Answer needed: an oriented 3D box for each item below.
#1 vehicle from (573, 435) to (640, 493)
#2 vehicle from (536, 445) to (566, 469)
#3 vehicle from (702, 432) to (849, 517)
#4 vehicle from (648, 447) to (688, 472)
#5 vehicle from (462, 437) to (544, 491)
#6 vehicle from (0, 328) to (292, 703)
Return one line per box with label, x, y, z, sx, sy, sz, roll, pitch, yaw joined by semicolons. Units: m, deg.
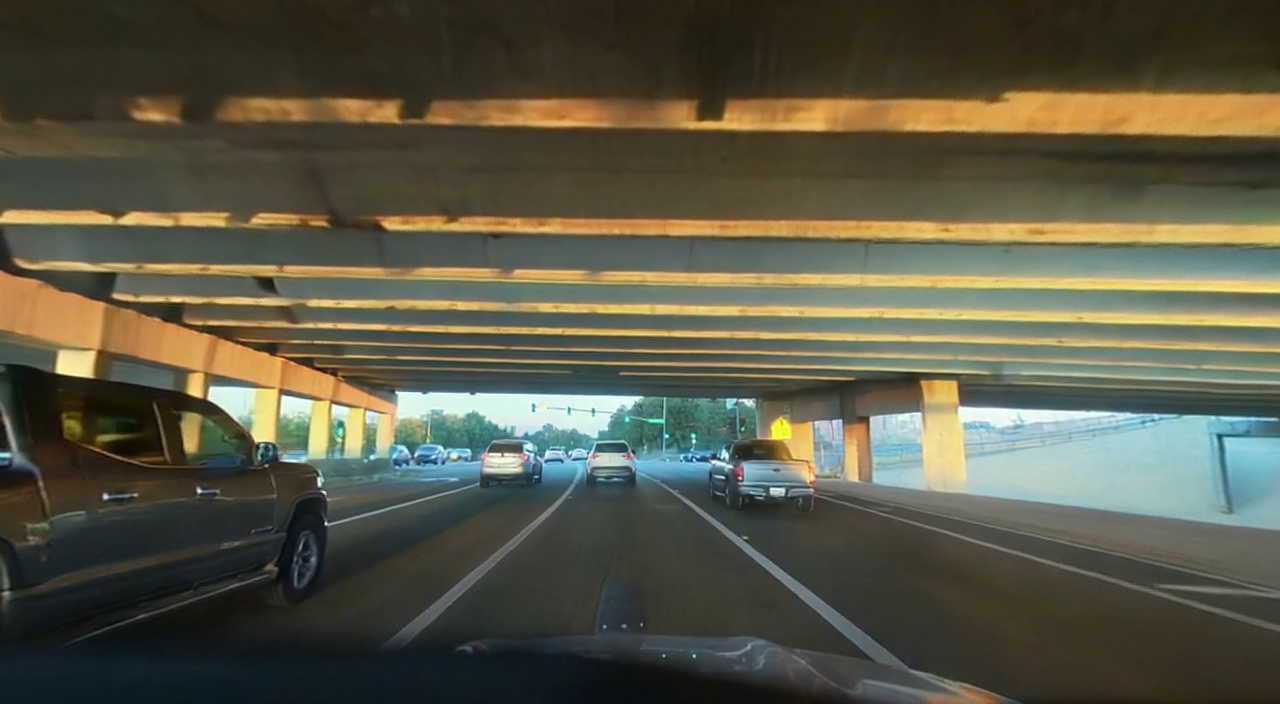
vehicle;-1.108;3.761;21.505;2.097;1.748;3.794;0;-8;-2
vehicle;-6.187;7.309;44.198;1.829;1.614;3.611;1;-8;-4
vehicle;3.064;2.925;15.711;2.234;1.720;5.378;1;-8;-3
vehicle;1.712;6.831;40.330;2.026;1.457;3.969;1;-8;-6
vehicle;-4.699;3.881;22.252;2.127;1.720;4.064;0;-8;-3
vehicle;-3.856;0.802;2.726;2.074;1.814;4.596;0;-8;-1
